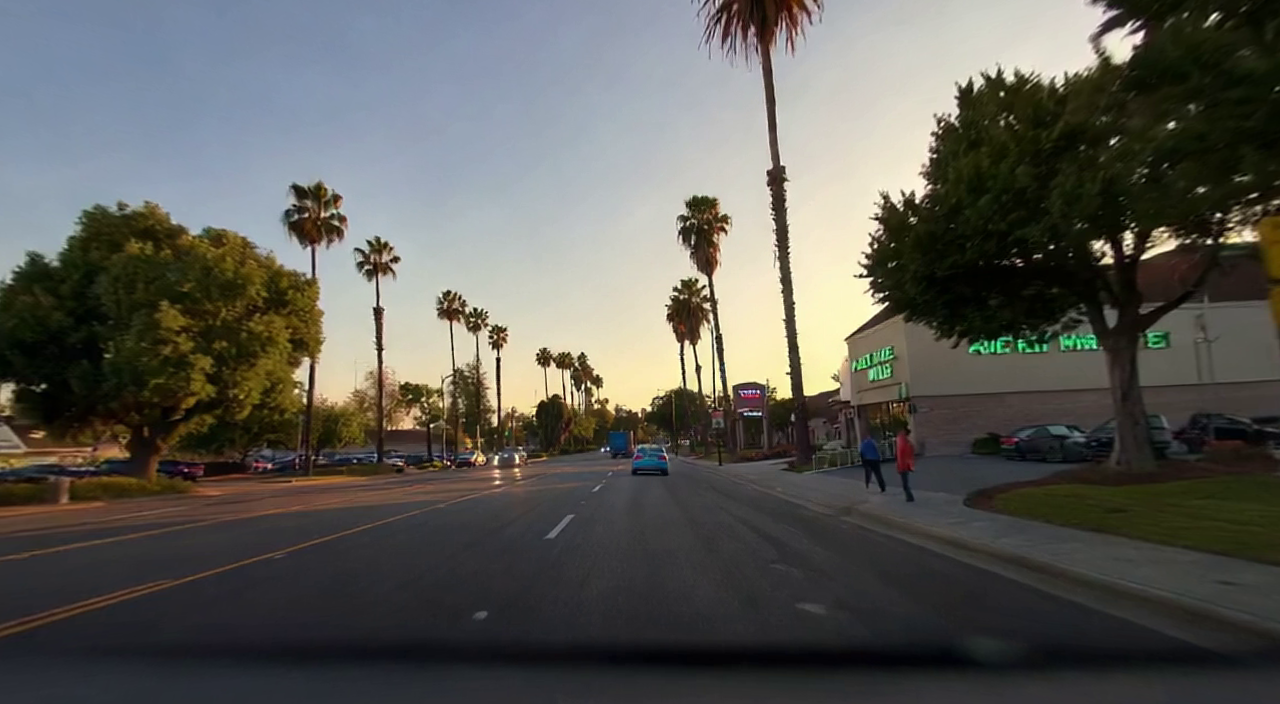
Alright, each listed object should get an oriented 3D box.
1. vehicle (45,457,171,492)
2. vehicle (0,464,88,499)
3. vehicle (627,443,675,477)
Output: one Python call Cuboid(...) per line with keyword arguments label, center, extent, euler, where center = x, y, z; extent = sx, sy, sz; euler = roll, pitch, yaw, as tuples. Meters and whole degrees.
Cuboid(label="vehicle", center=(-27.872, 6.410, 32.982), extent=(4.756, 1.727, 1.994), euler=(0, -9, 1))
Cuboid(label="vehicle", center=(-32.330, 6.869, 33.560), extent=(1.810, 1.468, 4.585), euler=(1, -8, -5))
Cuboid(label="vehicle", center=(0.472, 5.176, 30.354), extent=(2.144, 1.514, 4.063), euler=(0, -9, 0))
